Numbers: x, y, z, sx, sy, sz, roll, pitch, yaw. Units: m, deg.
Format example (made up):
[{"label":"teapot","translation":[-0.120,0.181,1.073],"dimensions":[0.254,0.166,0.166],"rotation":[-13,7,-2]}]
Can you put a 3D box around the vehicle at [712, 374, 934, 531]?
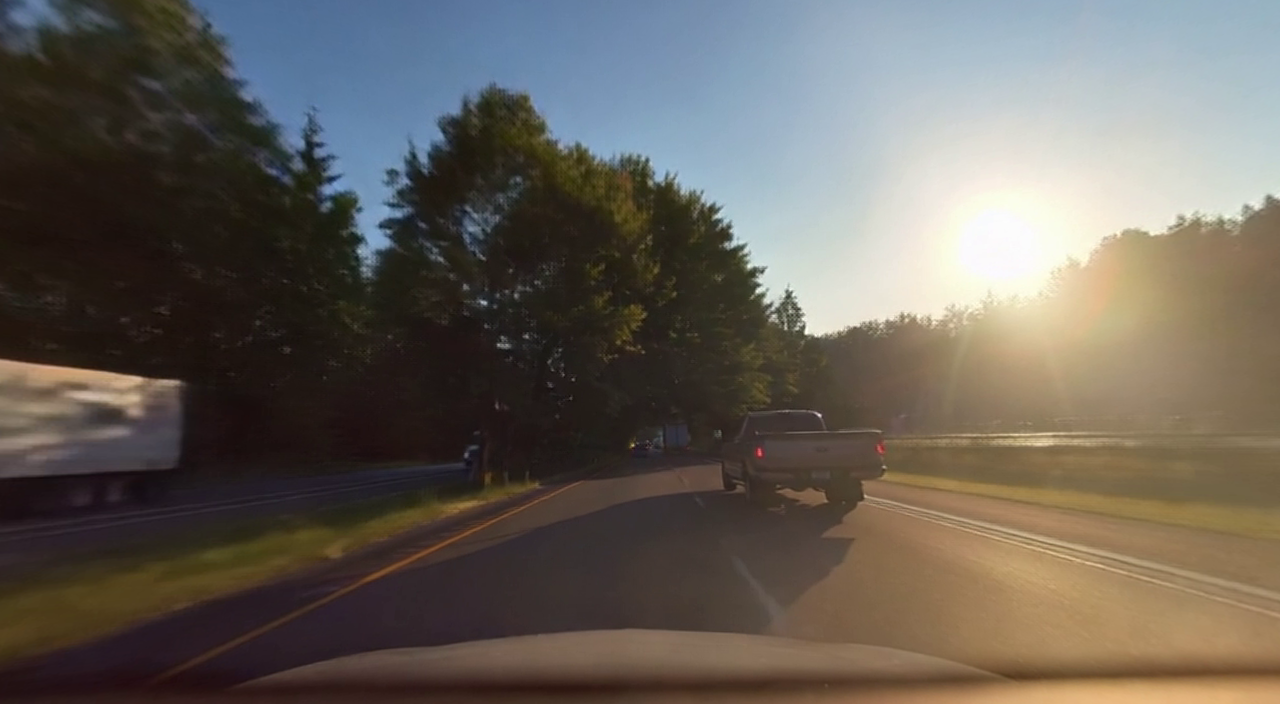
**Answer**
[{"label":"vehicle","translation":[3.214,2.016,13.042],"dimensions":[2.677,2.439,6.402],"rotation":[0,-8,0]}]

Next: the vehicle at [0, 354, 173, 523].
[{"label":"vehicle","translation":[-16.877,1.869,13.727],"dimensions":[2.848,4.037,13.496],"rotation":[0,-8,1]}]
